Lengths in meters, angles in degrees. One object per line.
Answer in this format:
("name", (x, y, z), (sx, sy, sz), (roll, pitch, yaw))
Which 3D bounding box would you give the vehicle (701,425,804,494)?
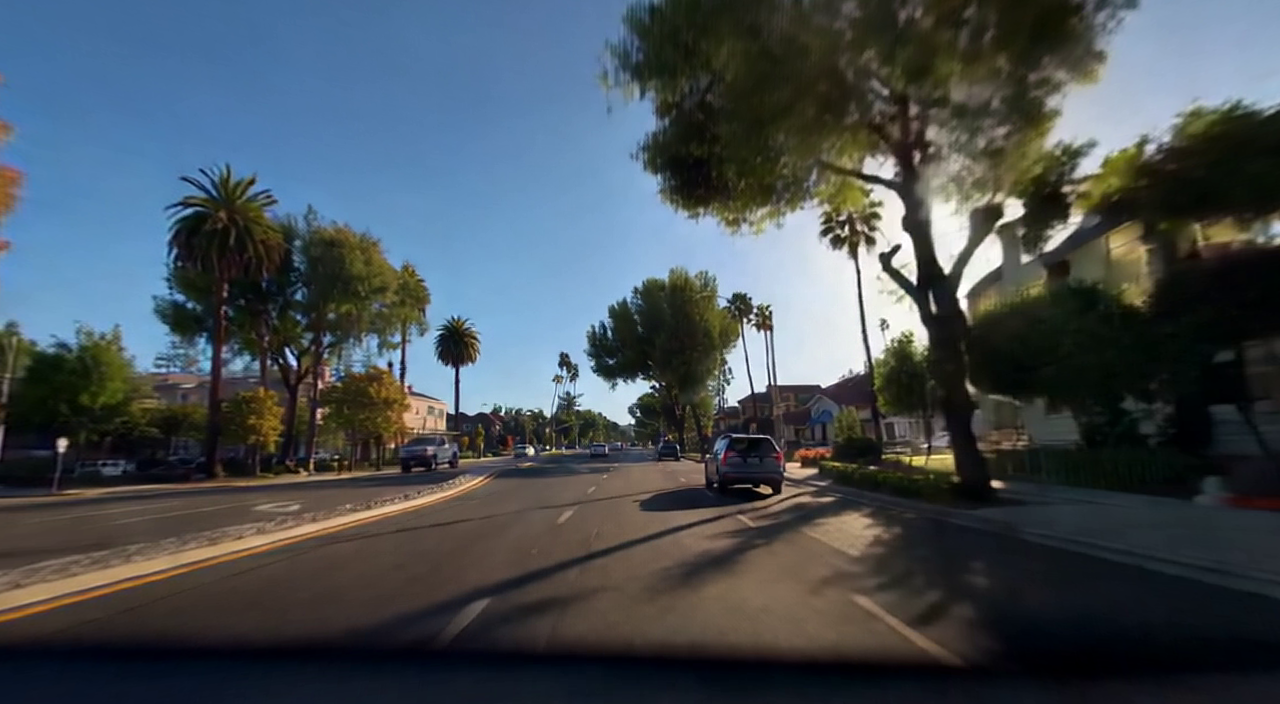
("vehicle", (3.395, 3.365, 20.038), (2.244, 1.901, 4.561), (0, -8, -3))

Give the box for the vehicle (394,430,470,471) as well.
("vehicle", (-15.589, 7.464, 47.896), (3.083, 2.852, 7.976), (0, -8, 0))
